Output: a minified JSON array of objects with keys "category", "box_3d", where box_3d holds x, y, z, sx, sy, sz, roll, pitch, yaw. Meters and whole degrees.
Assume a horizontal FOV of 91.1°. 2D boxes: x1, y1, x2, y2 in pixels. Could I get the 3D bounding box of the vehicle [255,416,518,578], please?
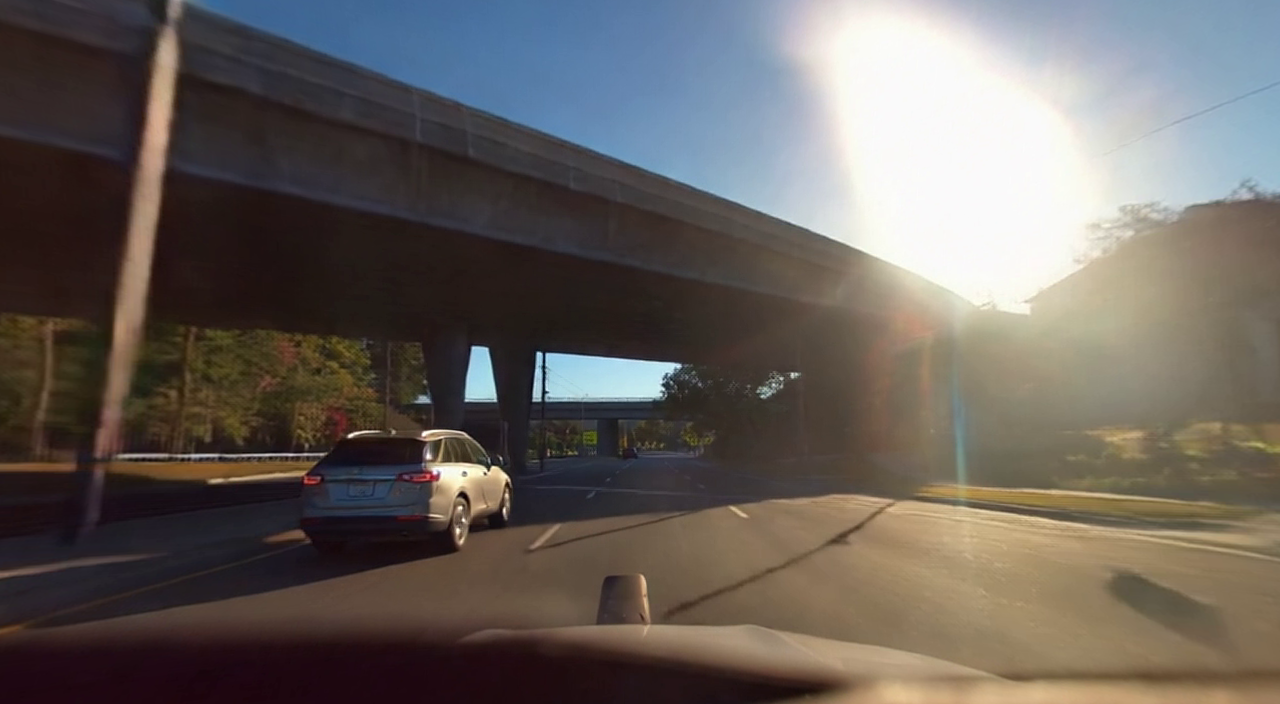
[{"category":"vehicle","box_3d":[-3.131,1.877,8.930,1.882,1.704,4.335,0,-9,1]}]
